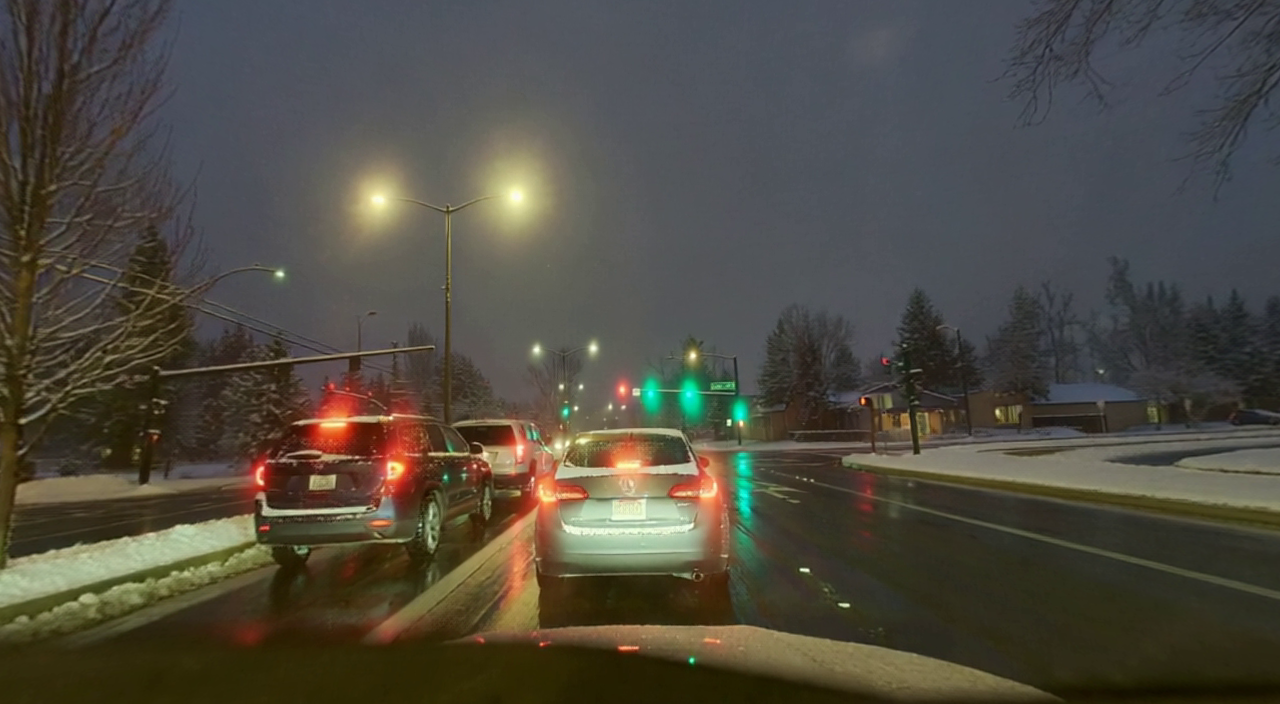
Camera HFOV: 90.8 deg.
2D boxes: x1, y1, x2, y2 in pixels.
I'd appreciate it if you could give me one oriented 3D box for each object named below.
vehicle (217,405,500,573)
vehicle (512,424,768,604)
[{"bbox_3d":[-3.426,1.750,8.815,2.046,1.751,4.208,0,-8,-1],"label":"vehicle"},{"bbox_3d":[-0.054,1.644,7.312,2.126,1.475,3.967,0,-8,-2],"label":"vehicle"}]
